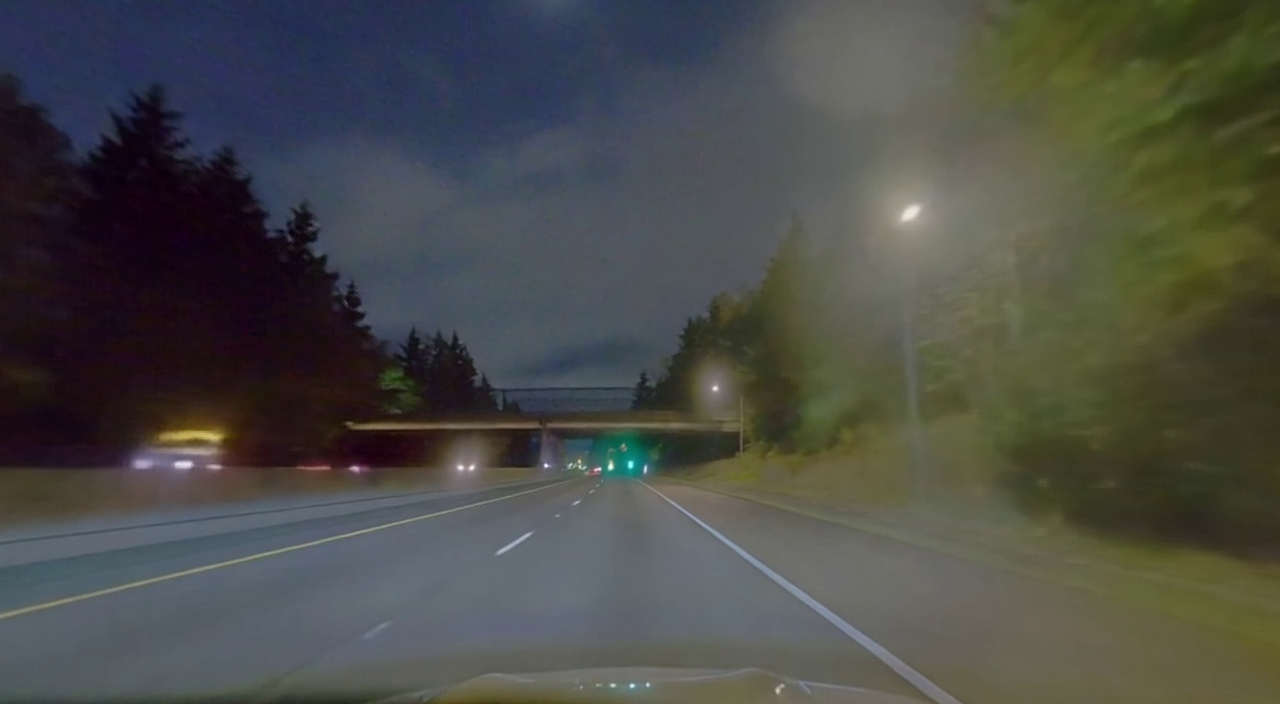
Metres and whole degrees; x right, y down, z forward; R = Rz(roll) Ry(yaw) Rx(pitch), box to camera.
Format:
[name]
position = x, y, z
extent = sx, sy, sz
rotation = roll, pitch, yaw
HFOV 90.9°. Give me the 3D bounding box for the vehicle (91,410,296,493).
[vehicle]
position = -17.104, 4.050, 25.015
extent = 2.746, 2.733, 7.386
rotation = 1, -11, -1
